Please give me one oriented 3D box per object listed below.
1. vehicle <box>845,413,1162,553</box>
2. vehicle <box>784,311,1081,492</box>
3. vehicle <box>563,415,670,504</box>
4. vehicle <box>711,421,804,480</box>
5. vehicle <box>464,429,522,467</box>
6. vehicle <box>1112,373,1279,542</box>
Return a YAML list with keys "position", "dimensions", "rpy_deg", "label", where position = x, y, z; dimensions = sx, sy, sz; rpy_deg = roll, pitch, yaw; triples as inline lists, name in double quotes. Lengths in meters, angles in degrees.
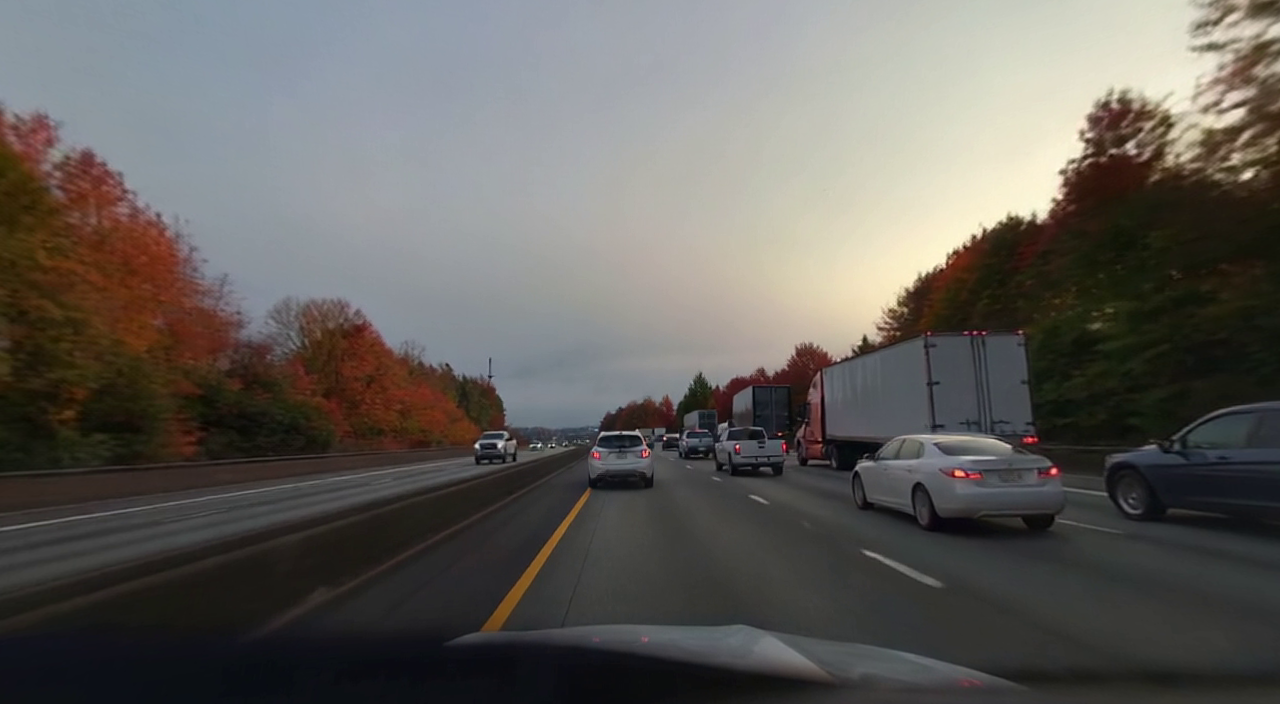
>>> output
- position: [4.664, 1.711, 8.971]
  dimensions: [2.040, 1.523, 4.068]
  rpy_deg: [0, -8, -1]
  label: "vehicle"
- position: [8.202, 2.040, 21.294]
  dimensions: [2.908, 4.099, 14.103]
  rpy_deg: [0, -8, -2]
  label: "vehicle"
- position: [-0.478, 2.400, 14.553]
  dimensions: [2.087, 1.709, 4.455]
  rpy_deg: [0, -8, -1]
  label: "vehicle"
- position: [3.647, 3.137, 20.347]
  dimensions: [2.147, 1.707, 3.963]
  rpy_deg: [0, -8, -2]
  label: "vehicle"
- position: [-8.448, 5.529, 36.561]
  dimensions: [2.203, 2.043, 5.050]
  rpy_deg: [0, -8, -1]
  label: "vehicle"
- position: [8.594, 1.261, 7.538]
  dimensions: [2.116, 1.965, 4.691]
  rpy_deg: [0, -8, -1]
  label: "vehicle"
